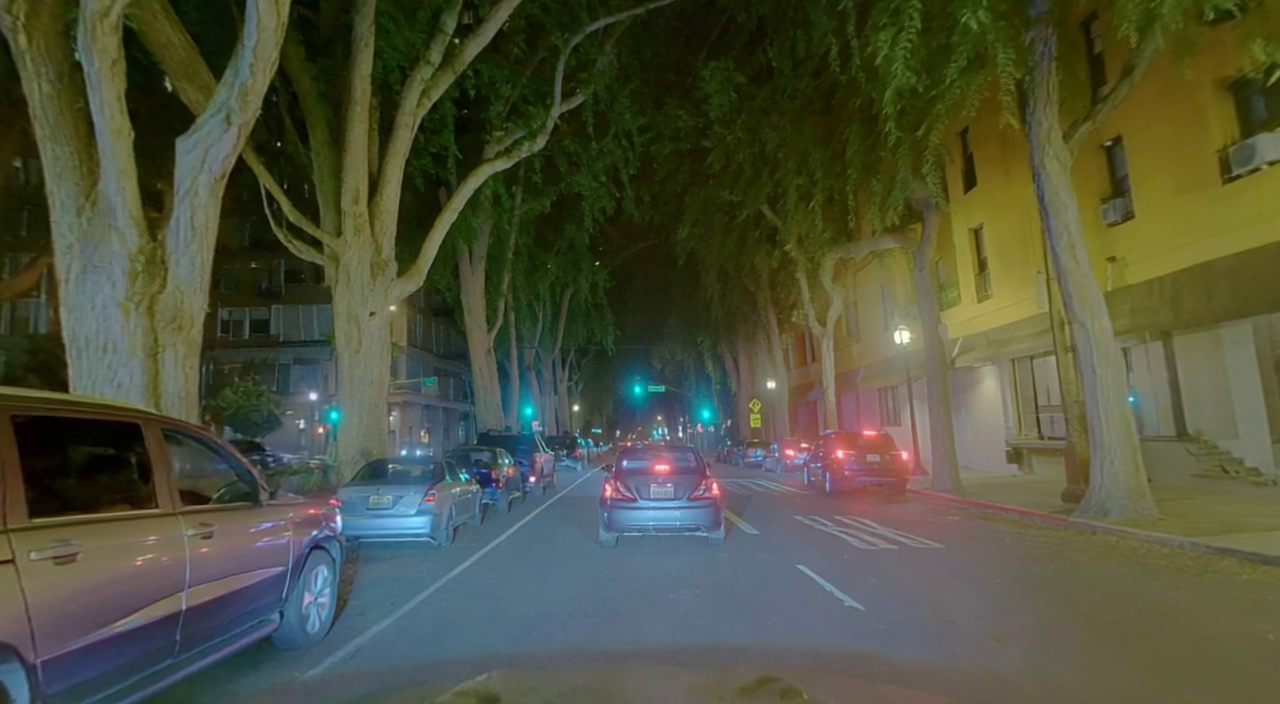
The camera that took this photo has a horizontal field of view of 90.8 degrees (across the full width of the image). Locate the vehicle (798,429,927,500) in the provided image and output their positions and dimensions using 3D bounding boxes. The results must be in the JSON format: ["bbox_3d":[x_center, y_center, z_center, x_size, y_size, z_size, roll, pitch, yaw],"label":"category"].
[{"bbox_3d":[6.339,3.253,18.675,2.025,1.808,4.579,0,-9,-2],"label":"vehicle"}]

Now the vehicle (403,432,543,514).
[{"bbox_3d":[-3.507,2.623,14.219,1.901,1.522,4.556,0,-9,0],"label":"vehicle"}]

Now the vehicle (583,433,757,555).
[{"bbox_3d":[0.272,1.996,9.573,2.095,1.438,3.843,0,-9,-3],"label":"vehicle"}]

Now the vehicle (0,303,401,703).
[{"bbox_3d":[-3.268,0.933,3.397,2.152,1.802,4.628,0,-9,0],"label":"vehicle"}]
